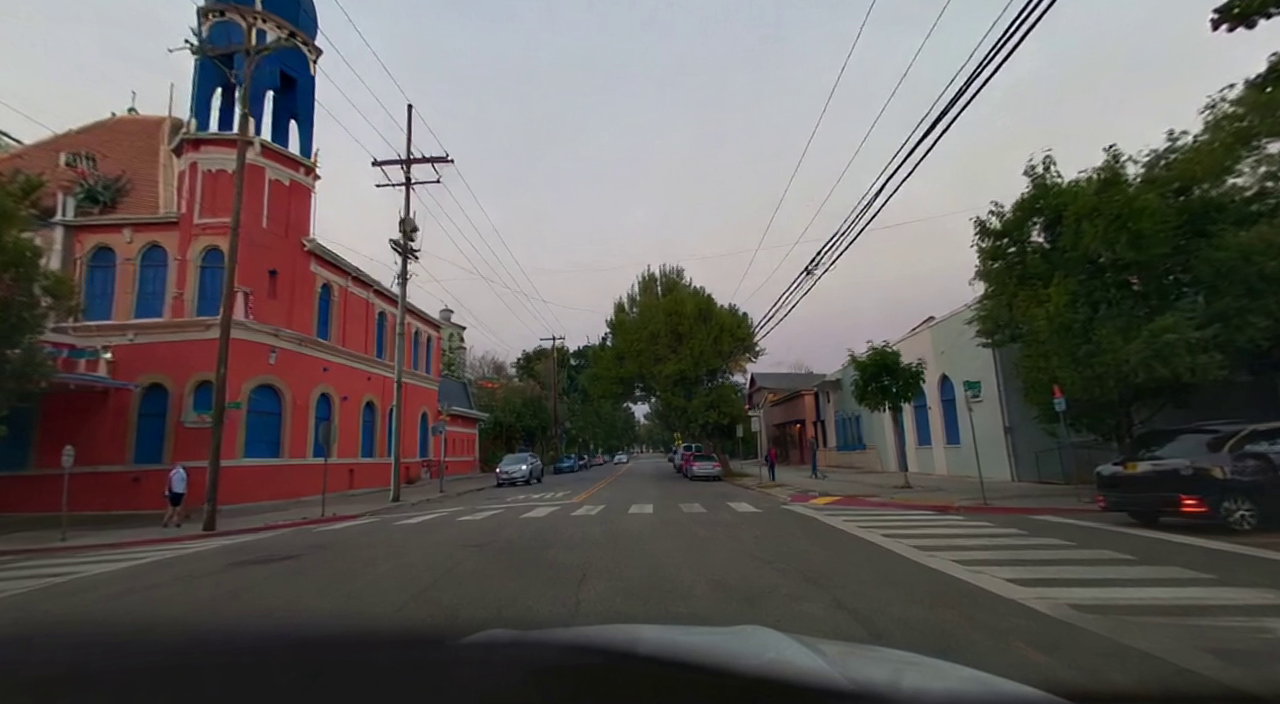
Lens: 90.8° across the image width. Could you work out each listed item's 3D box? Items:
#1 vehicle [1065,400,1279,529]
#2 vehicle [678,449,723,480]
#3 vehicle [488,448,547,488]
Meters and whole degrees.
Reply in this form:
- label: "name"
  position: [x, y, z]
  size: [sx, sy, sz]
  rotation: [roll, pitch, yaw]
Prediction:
- label: "vehicle"
  position: [10.097, 1.750, 10.043]
  size: [5.100, 1.806, 2.124]
  rotation: [0, -9, 0]
- label: "vehicle"
  position: [3.051, 5.783, 32.732]
  size: [1.966, 1.471, 4.552]
  rotation: [0, -9, 0]
- label: "vehicle"
  position: [-6.437, 6.086, 33.590]
  size: [2.140, 1.746, 4.385]
  rotation: [-4, -8, 1]
